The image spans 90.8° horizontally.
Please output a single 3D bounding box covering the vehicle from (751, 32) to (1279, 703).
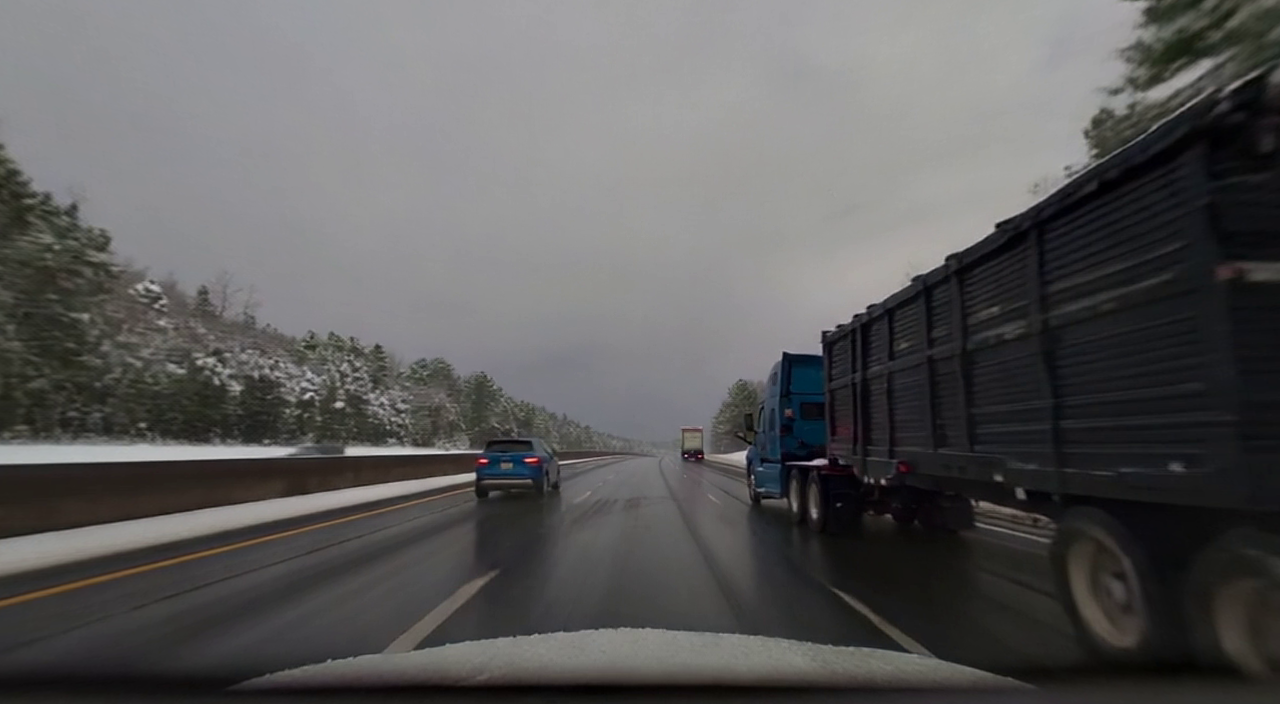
[{"bbox_3d":[4.338,1.210,8.966,2.868,3.427,14.032,0,-9,0],"label":"vehicle"}]

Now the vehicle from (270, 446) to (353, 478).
[{"bbox_3d":[-16.743,5.619,32.459,1.879,1.493,4.452,0,-9,0],"label":"vehicle"}]

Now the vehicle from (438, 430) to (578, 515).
[{"bbox_3d":[-2.874,2.772,14.938,2.297,1.683,4.385,0,-9,1],"label":"vehicle"}]
